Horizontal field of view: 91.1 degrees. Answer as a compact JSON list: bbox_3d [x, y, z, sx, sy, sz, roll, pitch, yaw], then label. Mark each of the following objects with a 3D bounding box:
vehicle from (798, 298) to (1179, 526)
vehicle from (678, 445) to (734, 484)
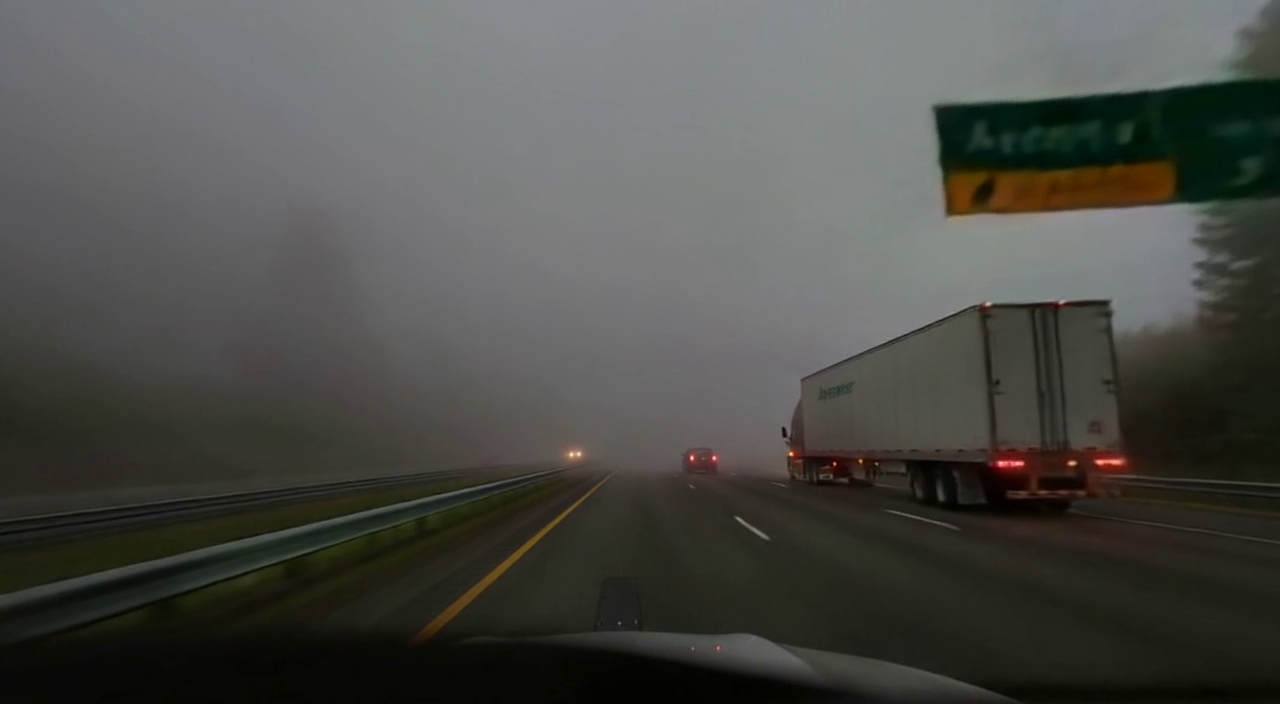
[{"bbox_3d":[7.851,2.067,18.068,2.907,4.042,13.858,0,-9,0],"label":"vehicle"},{"bbox_3d":[2.844,4.934,27.799,2.024,1.579,3.707,0,-9,-1],"label":"vehicle"}]
